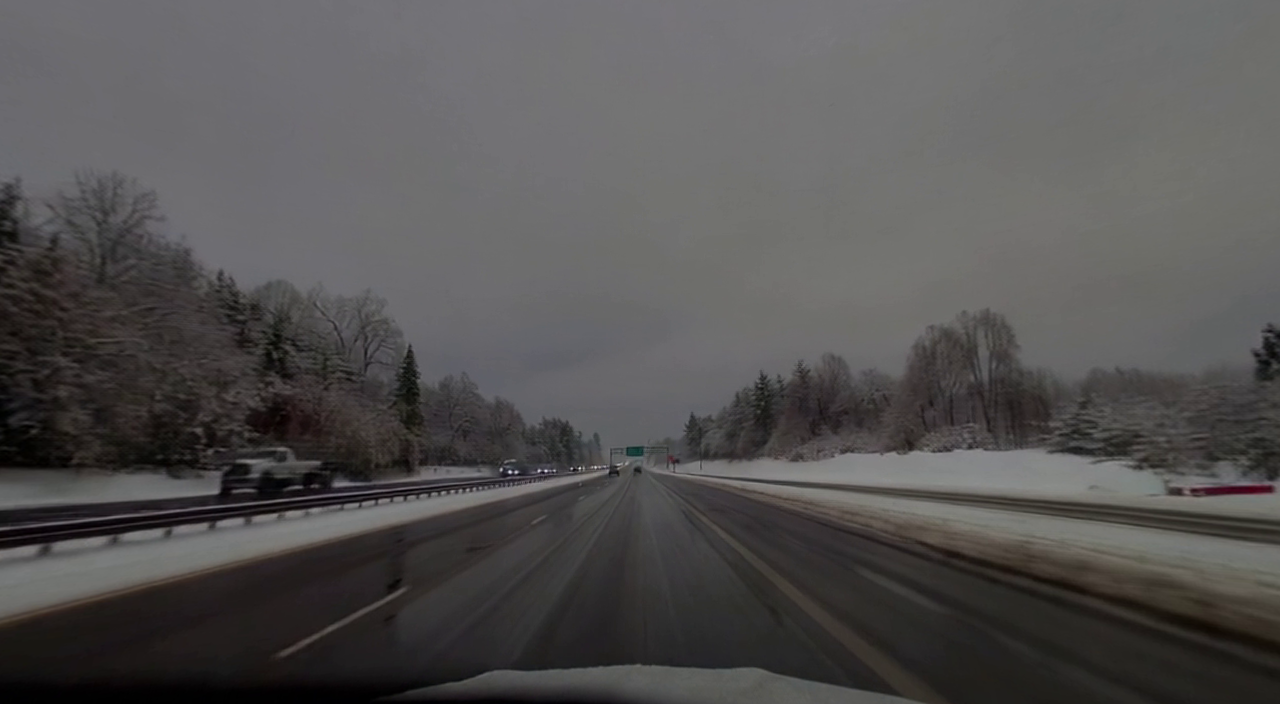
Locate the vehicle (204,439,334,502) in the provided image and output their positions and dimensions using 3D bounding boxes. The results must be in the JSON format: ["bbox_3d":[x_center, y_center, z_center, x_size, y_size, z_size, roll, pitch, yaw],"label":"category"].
[{"bbox_3d":[-16.309,5.270,28.181,2.254,2.457,5.635,1,-10,0],"label":"vehicle"}]
